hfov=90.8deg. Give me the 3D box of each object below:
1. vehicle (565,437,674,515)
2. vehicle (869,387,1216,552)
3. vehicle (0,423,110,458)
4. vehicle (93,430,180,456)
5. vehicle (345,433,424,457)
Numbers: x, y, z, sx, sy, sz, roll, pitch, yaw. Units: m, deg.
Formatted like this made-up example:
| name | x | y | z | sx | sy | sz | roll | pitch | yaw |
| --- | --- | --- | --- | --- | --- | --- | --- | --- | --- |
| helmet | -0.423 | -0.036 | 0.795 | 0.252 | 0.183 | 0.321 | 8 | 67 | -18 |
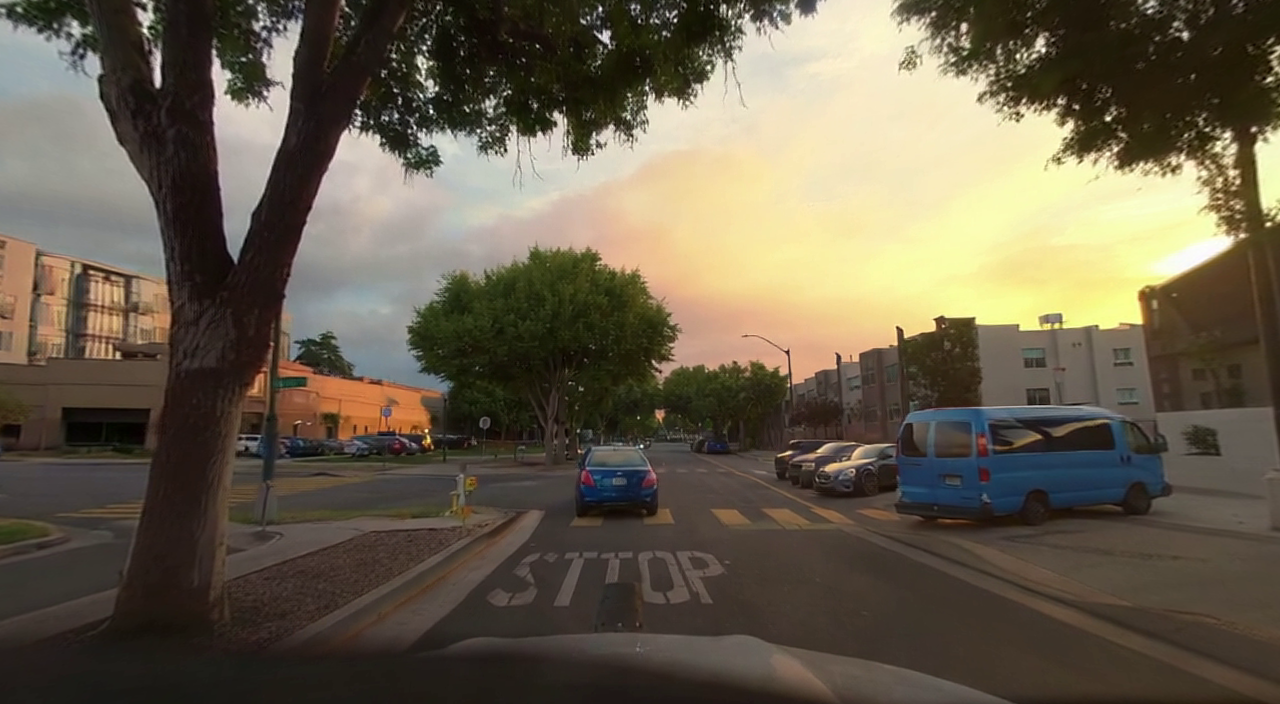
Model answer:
| name | x | y | z | sx | sy | sz | roll | pitch | yaw |
| --- | --- | --- | --- | --- | --- | --- | --- | --- | --- |
| vehicle | -0.542 | 2.677 | 14.226 | 2.065 | 1.450 | 4.522 | 1 | -8 | -4 |
| vehicle | 6.653 | 1.837 | 10.411 | 5.385 | 2.146 | 2.143 | 4 | -9 | -25 |
| vehicle | -31.812 | 4.801 | 34.065 | 4.438 | 1.814 | 2.044 | 0 | -8 | -1 |
| vehicle | -31.798 | 5.732 | 39.944 | 3.915 | 1.574 | 1.850 | 0 | -8 | 4 |
| vehicle | -18.387 | 6.686 | 45.609 | 4.892 | 1.679 | 1.927 | 1 | -8 | -6 |
